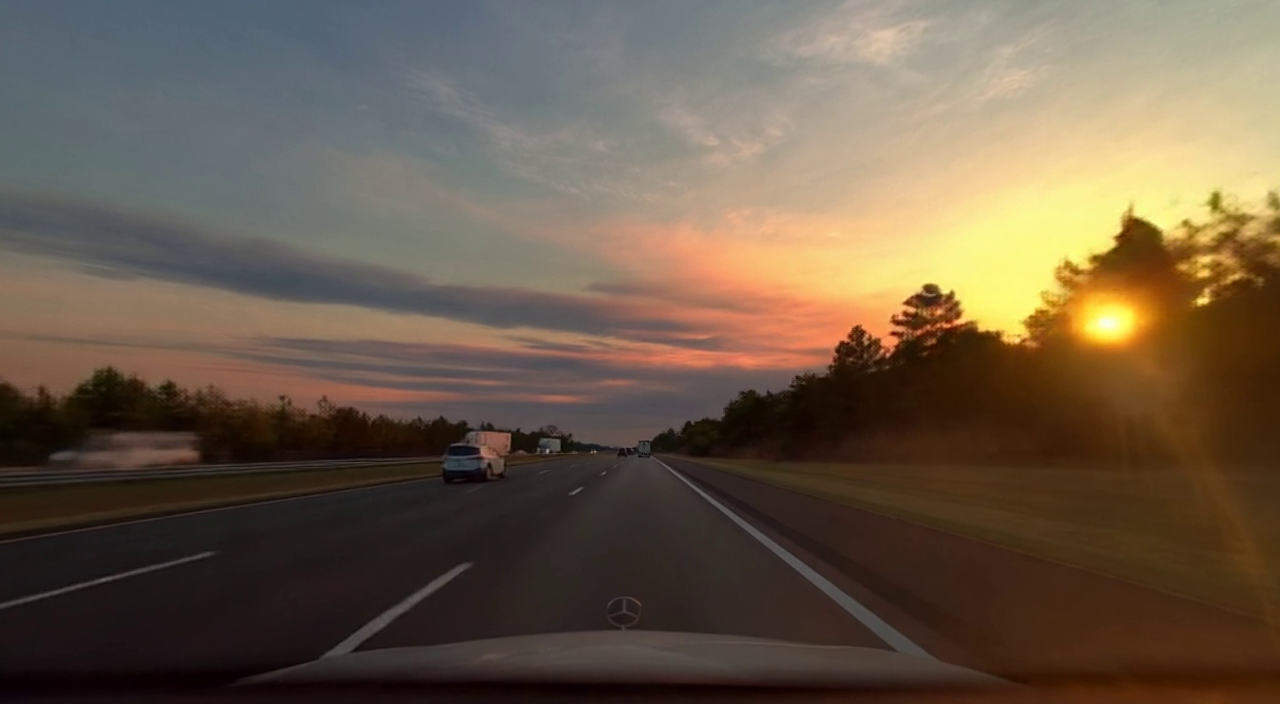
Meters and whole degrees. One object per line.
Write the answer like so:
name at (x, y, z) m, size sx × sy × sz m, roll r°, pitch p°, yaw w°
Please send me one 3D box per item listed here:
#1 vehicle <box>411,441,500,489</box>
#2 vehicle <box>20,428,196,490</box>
vehicle at (-6.943, 4.294, 24.283) m, size 2.115 × 1.664 × 4.259 m, roll 0°, pitch -9°, yaw 0°
vehicle at (-19.060, 3.849, 23.005) m, size 2.181 × 1.998 × 4.770 m, roll 0°, pitch -9°, yaw 0°
